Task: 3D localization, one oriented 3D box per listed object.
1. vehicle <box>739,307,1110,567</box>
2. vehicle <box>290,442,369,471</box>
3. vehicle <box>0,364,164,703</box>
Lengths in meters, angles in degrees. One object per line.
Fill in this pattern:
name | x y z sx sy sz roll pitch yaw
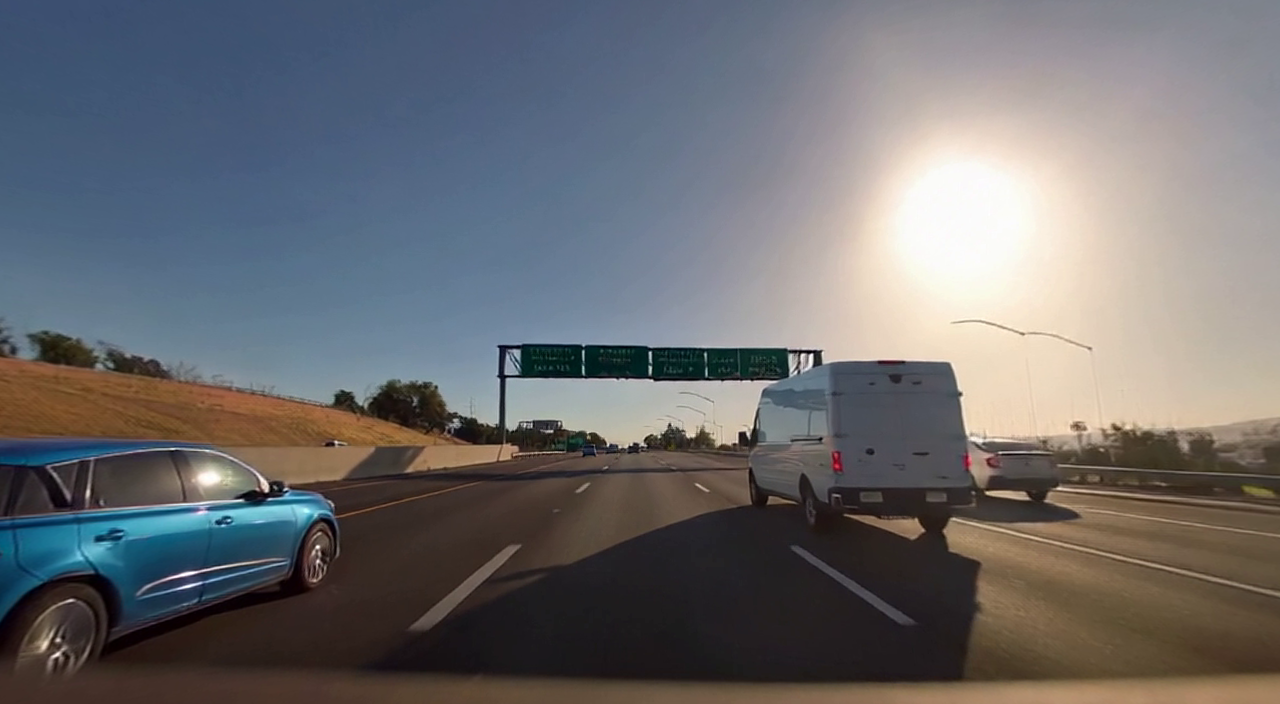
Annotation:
vehicle | 3.486 1.352 10.025 2.629 2.718 6.740 0 -8 -1
vehicle | -17.912 6.027 36.714 2.044 1.573 4.964 0 -8 1
vehicle | -3.954 0.715 1.743 2.000 1.646 4.201 0 -8 -1
